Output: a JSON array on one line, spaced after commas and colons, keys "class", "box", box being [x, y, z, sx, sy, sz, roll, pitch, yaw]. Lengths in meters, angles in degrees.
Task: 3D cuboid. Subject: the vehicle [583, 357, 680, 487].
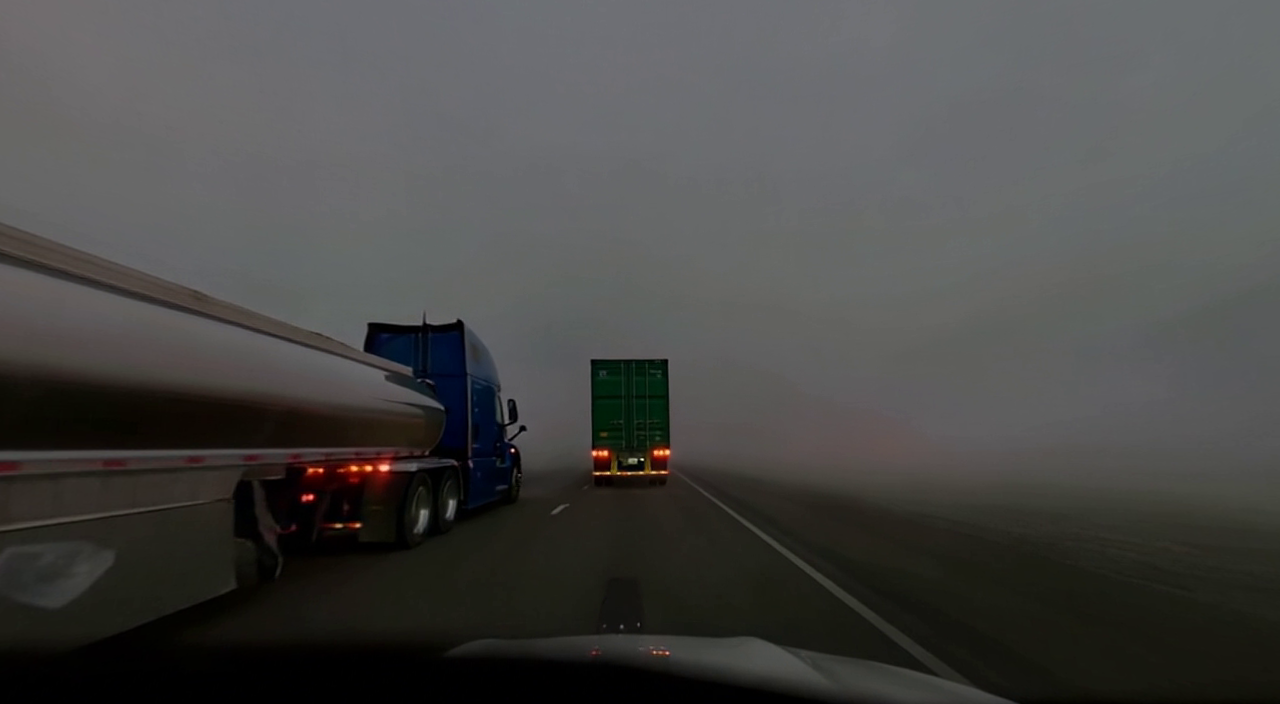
[{"class": "vehicle", "box": [-0.228, 2.974, 25.005, 2.942, 4.003, 11.297, 0, -9, 0]}]

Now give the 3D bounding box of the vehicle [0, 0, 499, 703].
[{"class": "vehicle", "box": [-4.250, -0.200, 2.494, 3.267, 3.655, 17.154, 0, -9, 1]}]
